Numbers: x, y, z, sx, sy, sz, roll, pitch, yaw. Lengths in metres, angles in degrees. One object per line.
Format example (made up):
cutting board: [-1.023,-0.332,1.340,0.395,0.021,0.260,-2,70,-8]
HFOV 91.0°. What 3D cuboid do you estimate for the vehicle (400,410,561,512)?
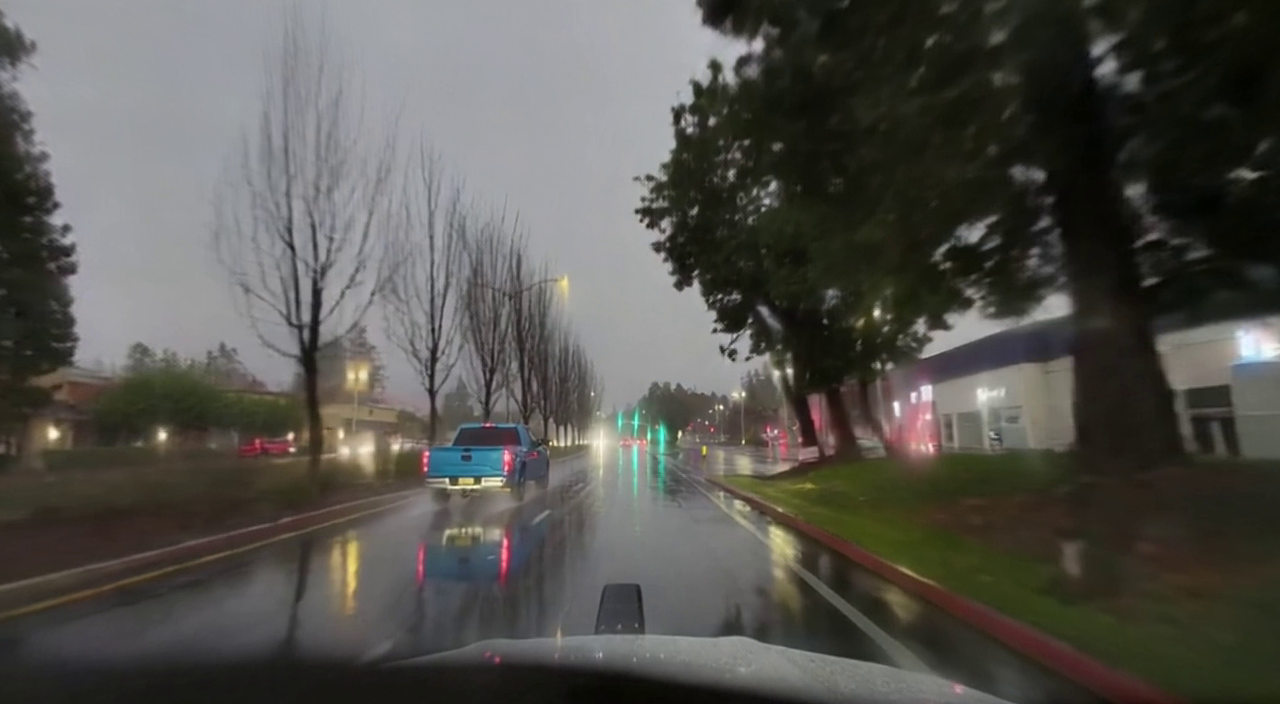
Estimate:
vehicle: [-3.157,2.292,13.868,2.065,1.790,5.417,0,-8,1]

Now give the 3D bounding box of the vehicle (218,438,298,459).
vehicle: [-28.617,7.238,47.213,4.702,1.485,2.024,0,-8,2]

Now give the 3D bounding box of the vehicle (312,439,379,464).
vehicle: [-18.475,6.255,39.740,1.854,1.472,4.854,0,-8,1]
